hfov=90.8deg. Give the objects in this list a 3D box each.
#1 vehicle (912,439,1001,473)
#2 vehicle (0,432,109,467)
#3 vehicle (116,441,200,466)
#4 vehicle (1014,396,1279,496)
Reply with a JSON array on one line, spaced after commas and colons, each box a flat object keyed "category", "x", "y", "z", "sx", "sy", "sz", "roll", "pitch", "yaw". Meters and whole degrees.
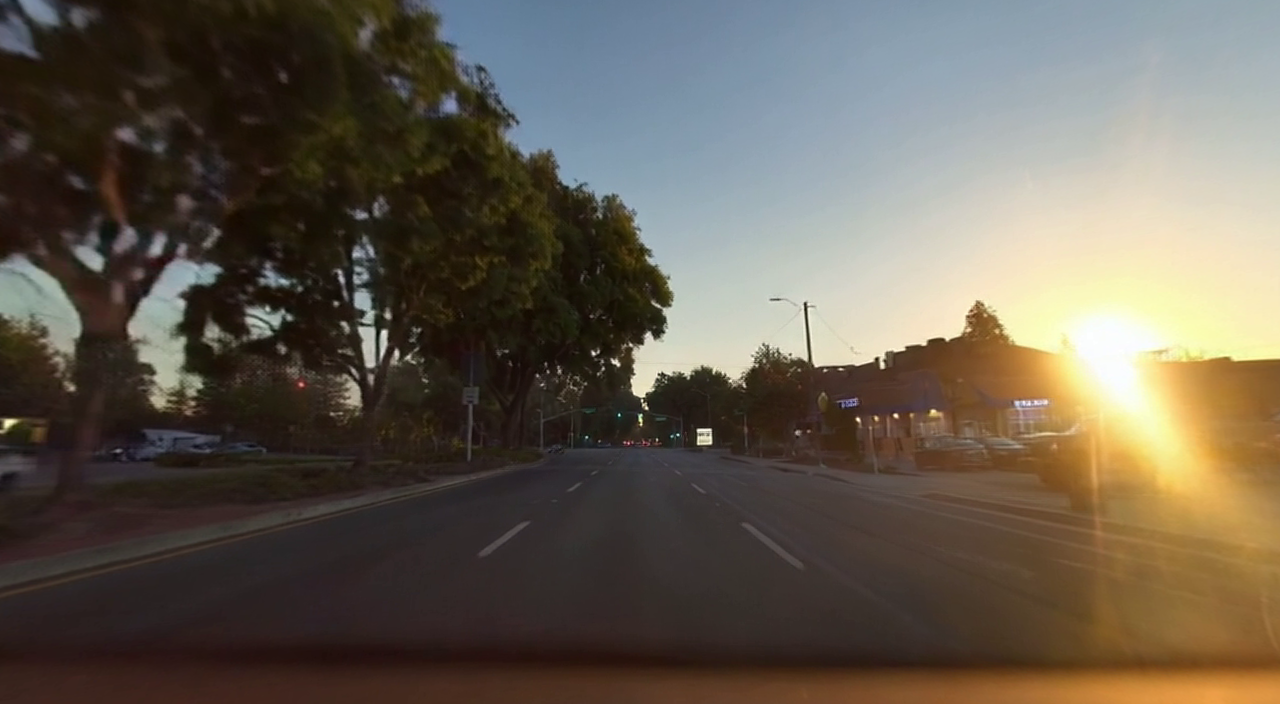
[{"category": "vehicle", "x": 14.870, "y": 4.887, "z": 29.976, "sx": 1.920, "sy": 1.471, "sz": 4.516, "roll": 0, "pitch": -8, "yaw": 1}, {"category": "vehicle", "x": -35.863, "y": 5.825, "z": 37.910, "sx": 2.667, "sy": 1.929, "sz": 6.076, "roll": -1, "pitch": -8, "yaw": 0}, {"category": "vehicle", "x": -31.866, "y": 6.711, "z": 41.822, "sx": 3.894, "sy": 1.590, "sz": 1.908, "roll": 0, "pitch": -8, "yaw": -2}, {"category": "vehicle", "x": 13.320, "y": 2.360, "z": 15.930, "sx": 6.063, "sy": 2.313, "sz": 2.534, "roll": 0, "pitch": -8, "yaw": 1}]
